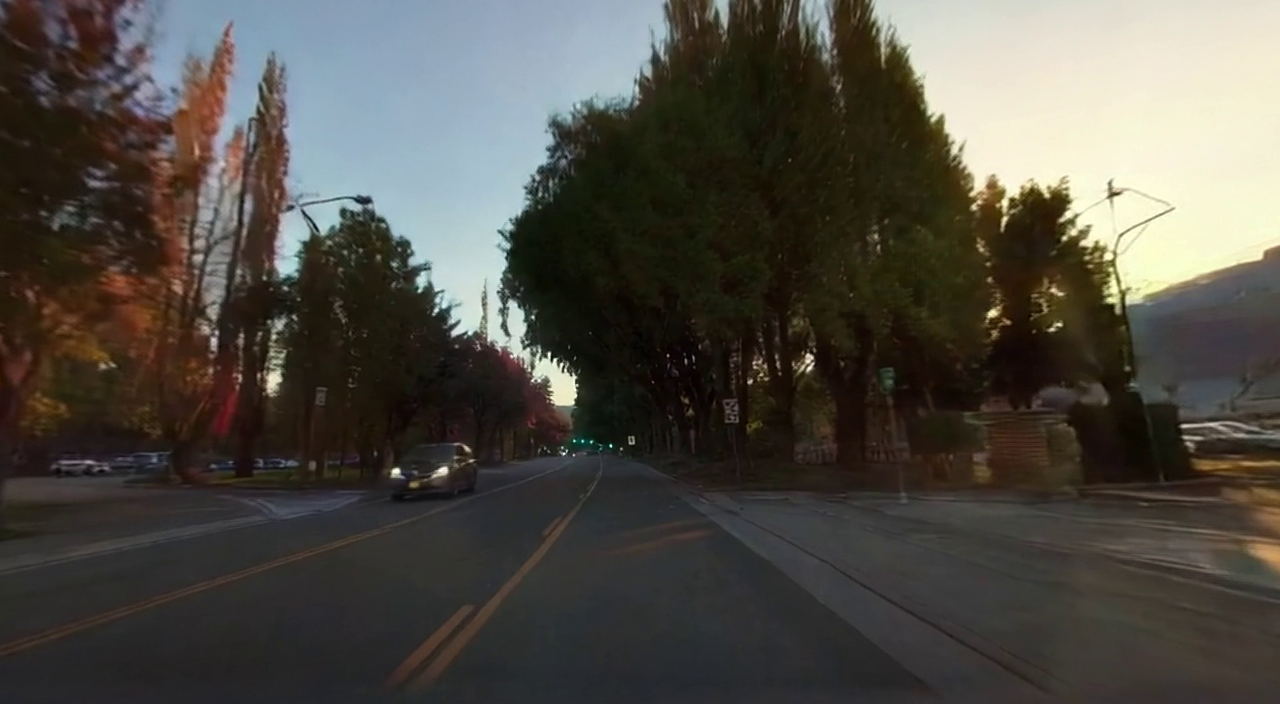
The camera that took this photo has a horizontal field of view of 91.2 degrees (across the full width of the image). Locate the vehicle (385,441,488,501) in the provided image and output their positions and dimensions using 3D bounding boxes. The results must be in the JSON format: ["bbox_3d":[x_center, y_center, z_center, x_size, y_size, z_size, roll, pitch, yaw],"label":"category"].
[{"bbox_3d":[-6.429,3.794,20.351,2.017,1.725,4.115,0,-9,-1],"label":"vehicle"}]
